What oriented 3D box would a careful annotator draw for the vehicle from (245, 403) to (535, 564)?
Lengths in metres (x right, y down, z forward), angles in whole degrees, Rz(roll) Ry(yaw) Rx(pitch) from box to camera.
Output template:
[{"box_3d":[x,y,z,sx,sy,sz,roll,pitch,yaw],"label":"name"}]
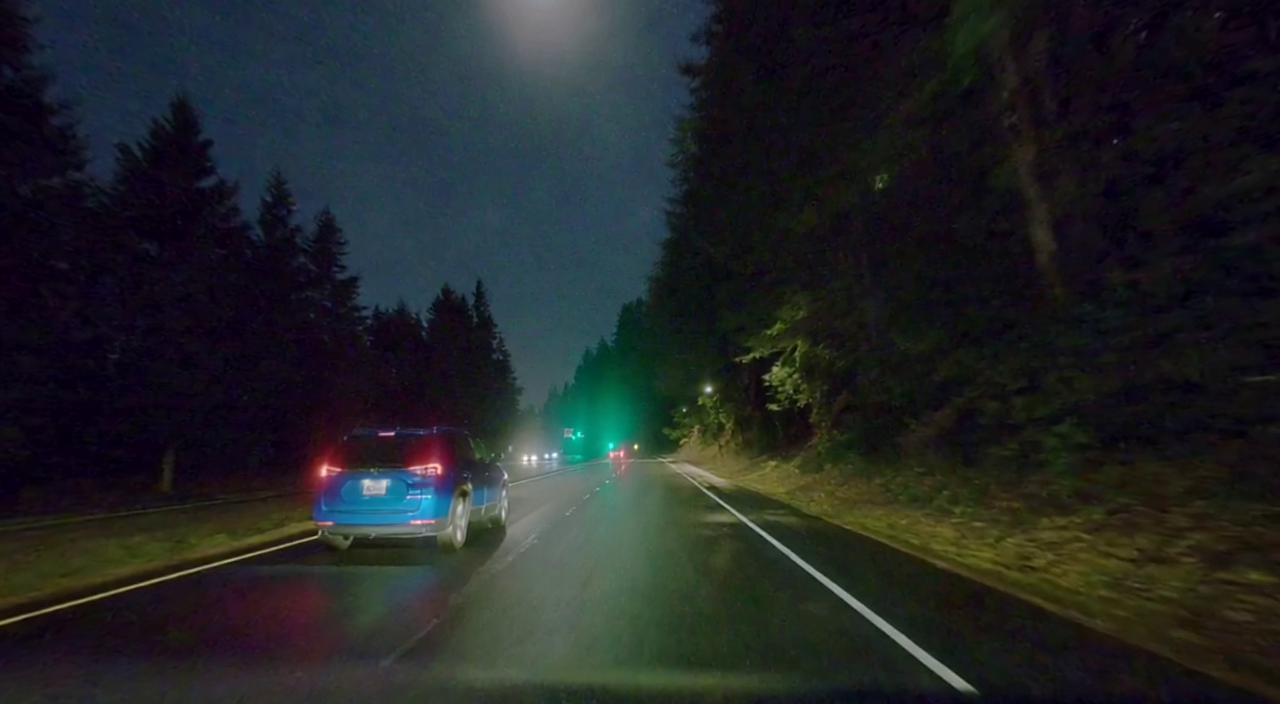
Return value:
[{"box_3d":[-3.376,1.912,9.974,2.336,1.857,4.986,-1,-8,3],"label":"vehicle"}]
